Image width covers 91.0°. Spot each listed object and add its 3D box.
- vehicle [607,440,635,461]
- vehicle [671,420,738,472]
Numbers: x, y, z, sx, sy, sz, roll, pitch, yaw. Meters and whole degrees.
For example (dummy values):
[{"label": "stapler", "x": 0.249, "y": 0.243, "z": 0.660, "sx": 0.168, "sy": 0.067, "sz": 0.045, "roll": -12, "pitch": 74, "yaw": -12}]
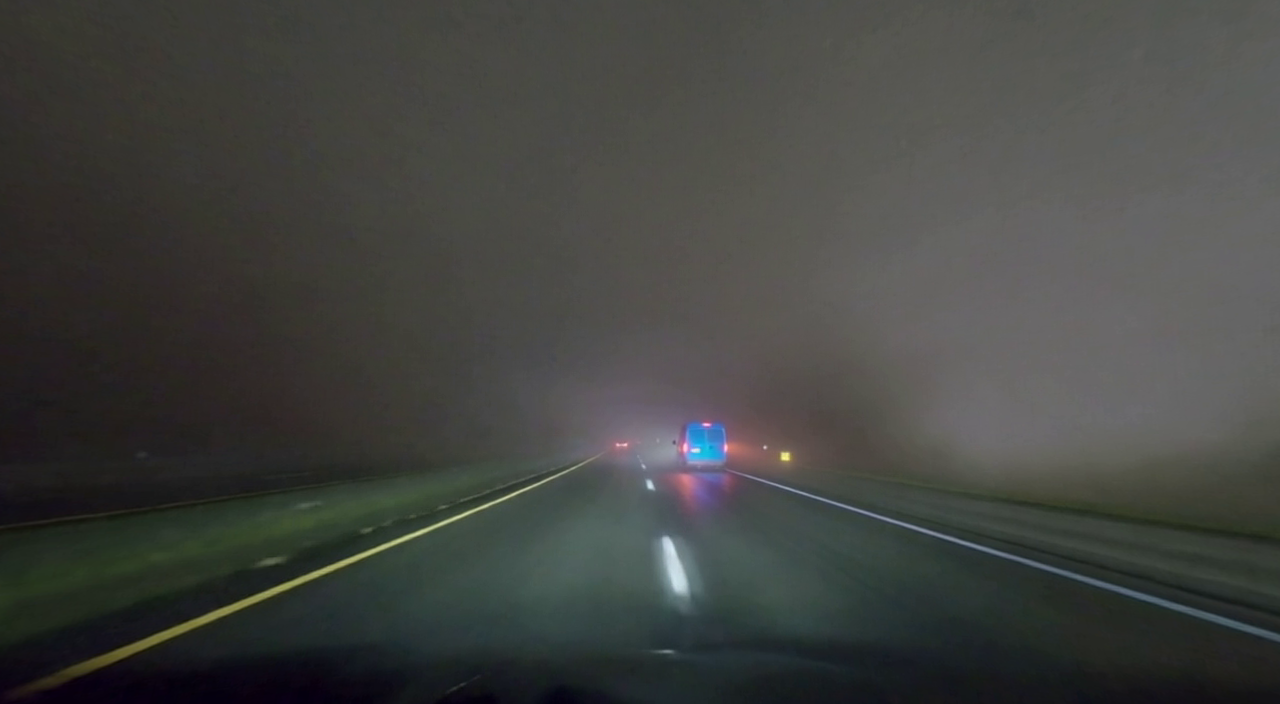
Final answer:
[{"label": "vehicle", "x": -1.368, "y": 7.190, "z": 46.256, "sx": 2.005, "sy": 1.466, "sz": 3.739, "roll": 0, "pitch": -8, "yaw": -1}, {"label": "vehicle", "x": 2.693, "y": 4.108, "z": 27.684, "sx": 2.269, "sy": 2.048, "sz": 4.679, "roll": 0, "pitch": -8, "yaw": -2}]
